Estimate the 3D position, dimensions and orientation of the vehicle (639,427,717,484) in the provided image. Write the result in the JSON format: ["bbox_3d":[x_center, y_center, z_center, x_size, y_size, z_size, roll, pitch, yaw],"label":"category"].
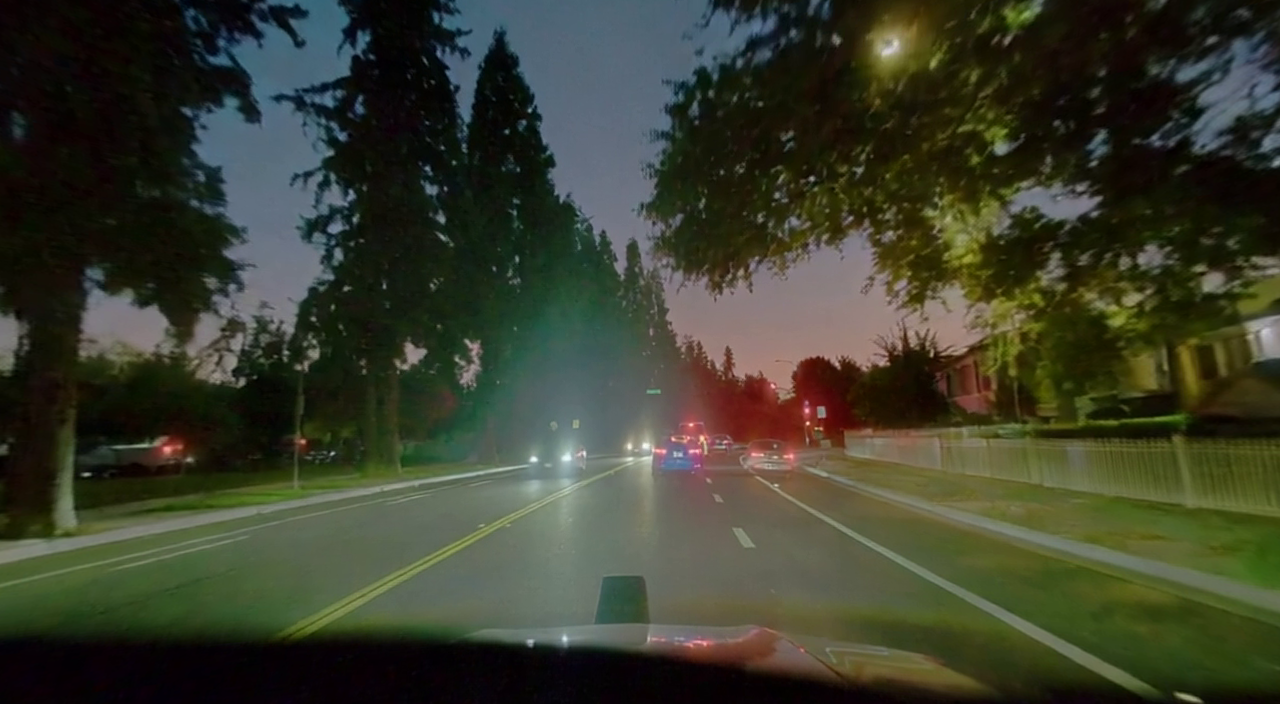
[{"bbox_3d":[1.133,3.034,18.803,2.070,1.516,3.936,0,-8,3],"label":"vehicle"}]

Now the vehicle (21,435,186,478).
[{"bbox_3d":[-19.969,3.858,23.778,1.937,1.450,4.422,-1,-8,9],"label":"vehicle"}]

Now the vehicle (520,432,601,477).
[{"bbox_3d":[-2.827,3.752,23.457,1.961,1.498,4.401,-1,-8,7],"label":"vehicle"}]
